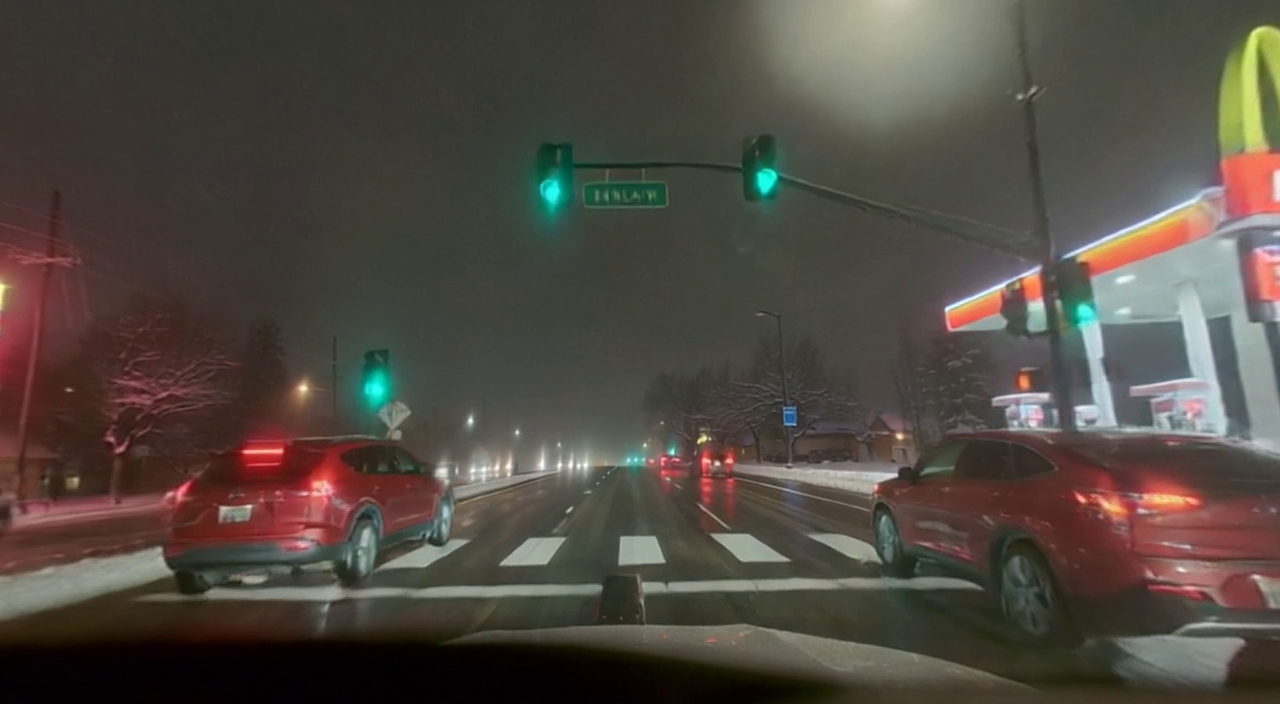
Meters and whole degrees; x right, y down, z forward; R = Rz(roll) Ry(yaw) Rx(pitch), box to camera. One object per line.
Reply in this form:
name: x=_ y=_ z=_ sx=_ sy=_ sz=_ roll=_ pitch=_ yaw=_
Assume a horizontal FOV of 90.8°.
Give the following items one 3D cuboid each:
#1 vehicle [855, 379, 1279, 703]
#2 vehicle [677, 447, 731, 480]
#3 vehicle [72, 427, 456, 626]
vehicle: x=3.478 y=1.259 z=4.790 sx=2.085 sy=1.655 sz=4.459 roll=0 pitch=-8 yaw=0
vehicle: x=3.533 y=6.271 z=35.928 sx=2.066 sy=1.699 sz=4.419 roll=1 pitch=-9 yaw=-8
vehicle: x=-3.710 y=1.746 z=7.309 sx=1.935 sy=1.617 sz=4.045 roll=0 pitch=-8 yaw=0
